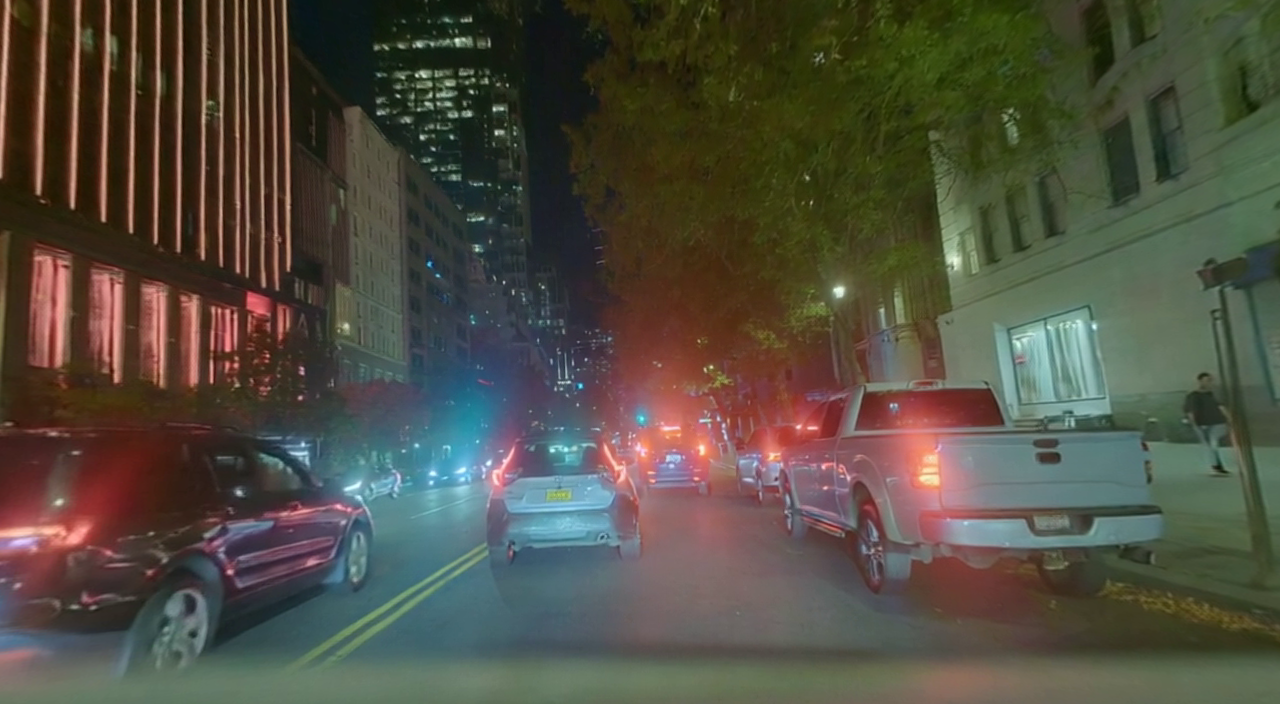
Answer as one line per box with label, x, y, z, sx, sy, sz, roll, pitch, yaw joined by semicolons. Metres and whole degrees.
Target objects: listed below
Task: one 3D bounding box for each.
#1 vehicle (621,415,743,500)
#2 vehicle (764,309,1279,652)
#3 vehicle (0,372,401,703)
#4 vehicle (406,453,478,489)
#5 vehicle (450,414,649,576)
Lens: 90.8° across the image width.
vehicle;1.329;2.830;17.278;2.352;1.953;4.798;-3;-9;16
vehicle;2.994;1.132;6.517;2.225;2.070;5.264;0;-8;-1
vehicle;-3.833;1.338;5.057;2.000;1.818;4.668;0;-8;0
vehicle;-9.416;5.688;30.516;1.976;1.475;4.684;-1;-8;0
vehicle;-0.932;1.791;8.668;2.076;1.667;3.948;-1;-8;1
